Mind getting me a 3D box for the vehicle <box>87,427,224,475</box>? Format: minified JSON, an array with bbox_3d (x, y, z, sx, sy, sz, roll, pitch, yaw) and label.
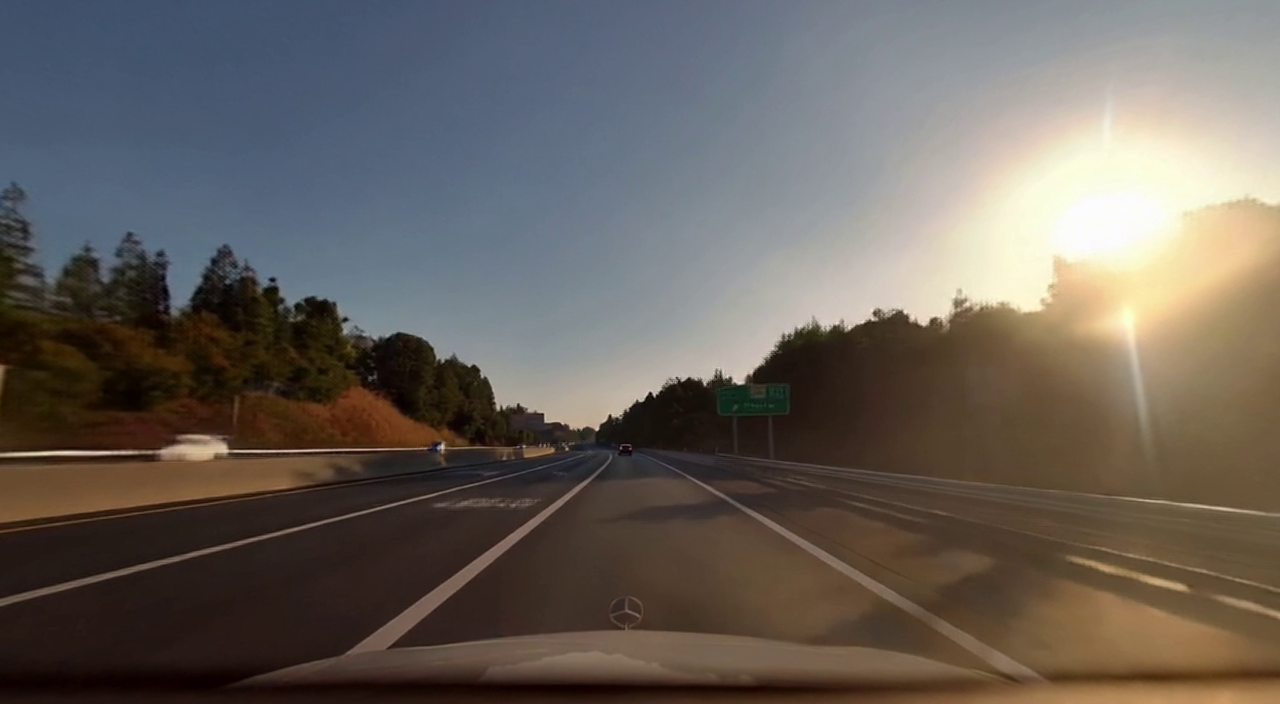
[{"bbox_3d":[-21.242,4.372,27.855,2.056,1.882,4.990,0,-9,0],"label":"vehicle"}]
